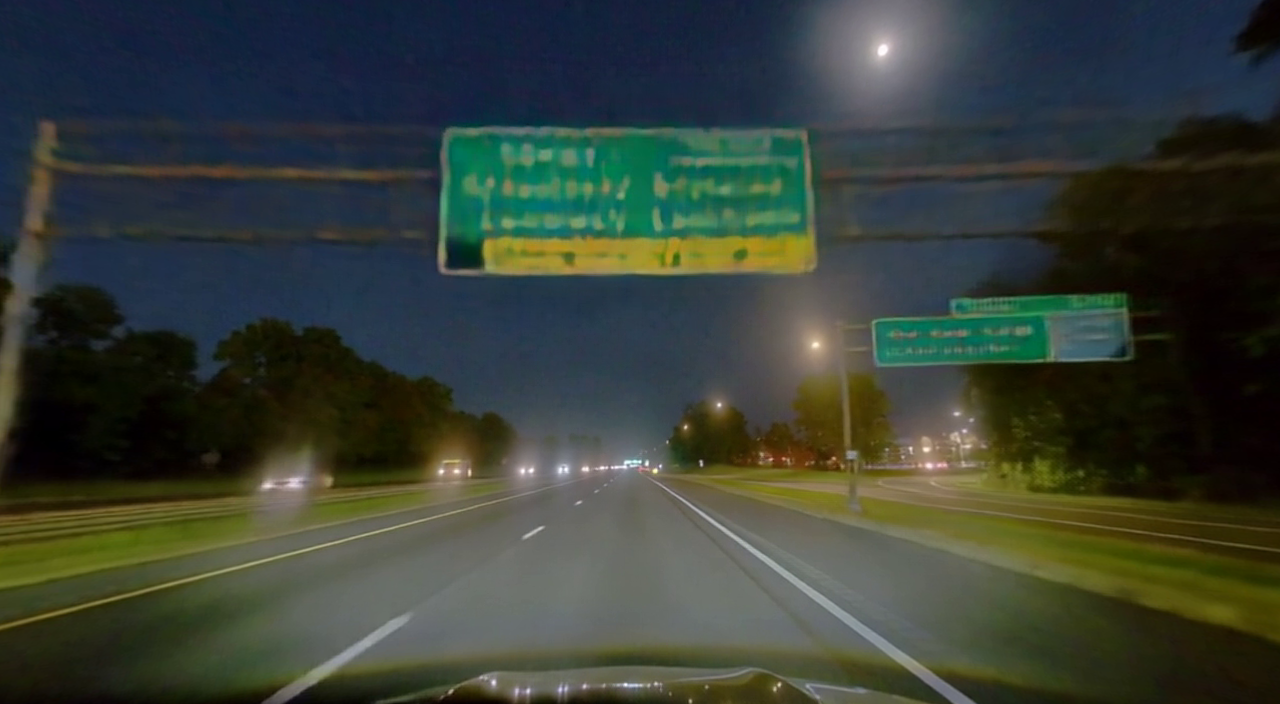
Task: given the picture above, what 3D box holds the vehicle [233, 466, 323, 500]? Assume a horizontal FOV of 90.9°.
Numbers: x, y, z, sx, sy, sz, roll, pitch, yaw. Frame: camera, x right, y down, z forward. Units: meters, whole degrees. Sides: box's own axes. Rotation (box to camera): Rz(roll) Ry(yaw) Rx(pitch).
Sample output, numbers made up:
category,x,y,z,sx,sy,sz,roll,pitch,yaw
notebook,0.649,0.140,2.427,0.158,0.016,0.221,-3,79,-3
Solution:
category,x,y,z,sx,sy,sz,roll,pitch,yaw
vehicle,-16.749,6.073,29.370,1.856,1.437,3.849,1,-10,0
